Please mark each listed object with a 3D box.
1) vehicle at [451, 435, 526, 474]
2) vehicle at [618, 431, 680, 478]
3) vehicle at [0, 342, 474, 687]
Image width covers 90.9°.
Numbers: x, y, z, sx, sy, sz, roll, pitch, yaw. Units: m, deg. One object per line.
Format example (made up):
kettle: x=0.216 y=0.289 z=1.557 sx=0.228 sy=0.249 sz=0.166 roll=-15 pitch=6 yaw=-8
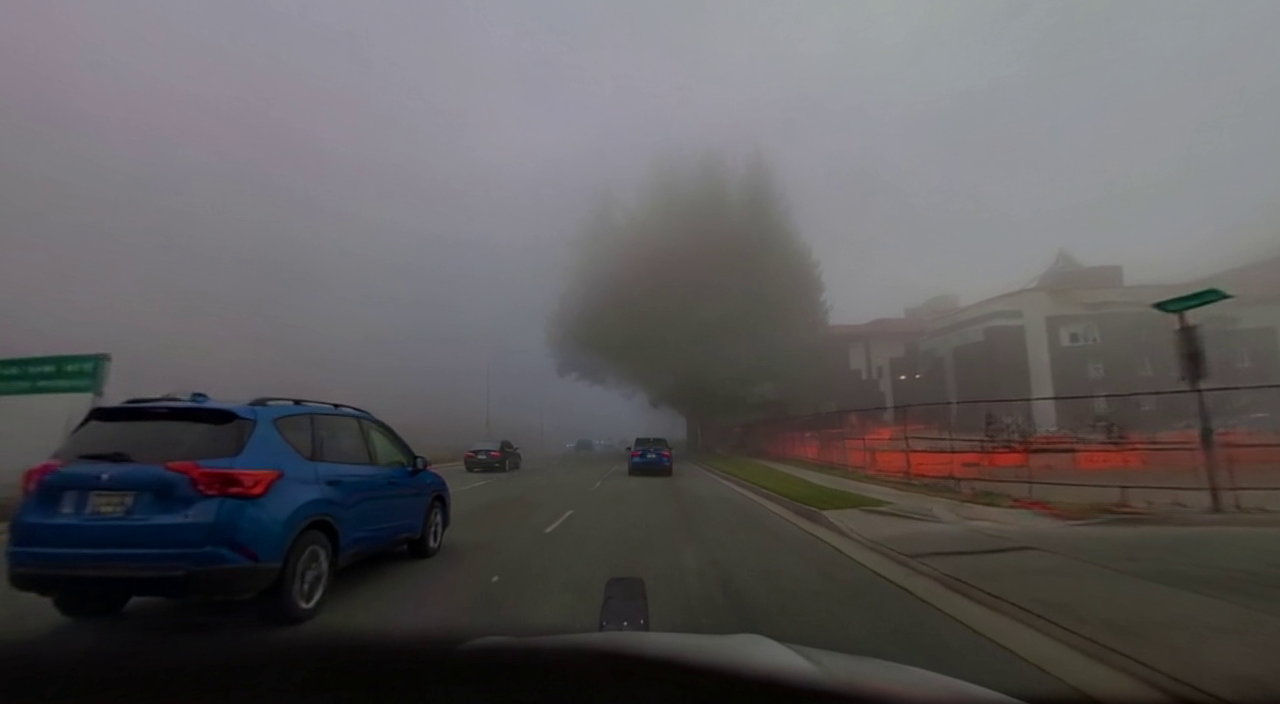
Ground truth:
vehicle: x=-6.125 y=4.191 z=25.988 sx=1.877 sy=1.479 sz=4.430 roll=0 pitch=-8 yaw=2
vehicle: x=0.322 y=3.947 z=24.476 sx=2.227 sy=1.654 sz=4.091 roll=0 pitch=-8 yaw=0
vehicle: x=-3.384 y=1.210 z=5.919 sx=2.157 sy=1.824 sz=4.986 roll=0 pitch=-8 yaw=1
